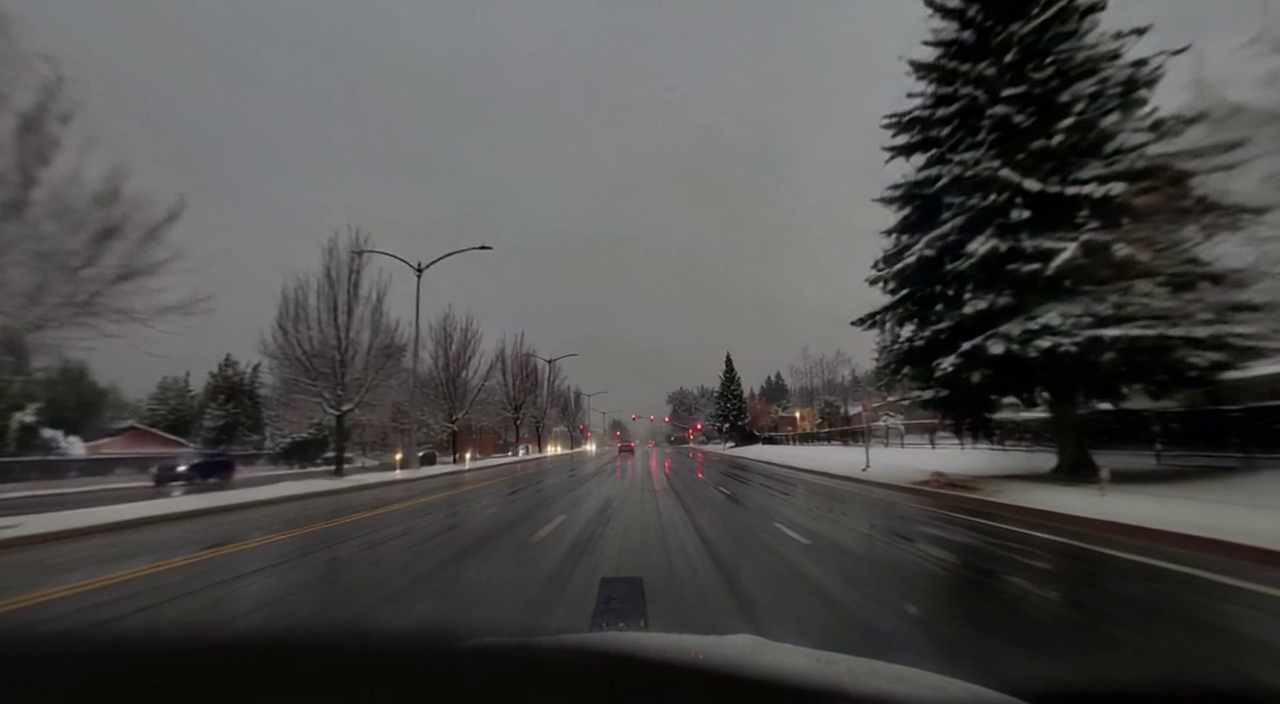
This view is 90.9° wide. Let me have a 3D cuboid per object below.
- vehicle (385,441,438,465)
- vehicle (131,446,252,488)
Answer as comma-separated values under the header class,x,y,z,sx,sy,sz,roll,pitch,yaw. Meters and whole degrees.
class,x,y,z,sx,sy,sz,roll,pitch,yaw
vehicle,-16.806,7.452,46.599,2.118,1.661,4.507,-1,-9,1
vehicle,-20.369,5.186,28.918,2.103,1.731,4.598,0,-9,1
